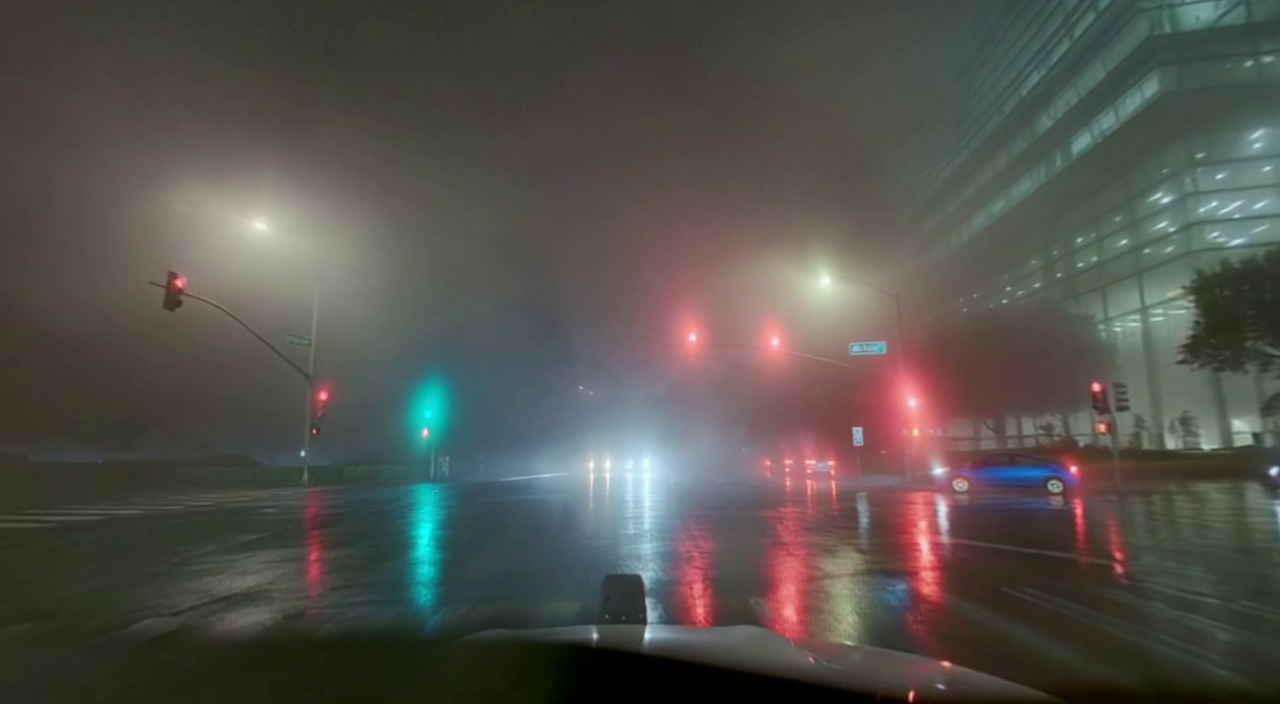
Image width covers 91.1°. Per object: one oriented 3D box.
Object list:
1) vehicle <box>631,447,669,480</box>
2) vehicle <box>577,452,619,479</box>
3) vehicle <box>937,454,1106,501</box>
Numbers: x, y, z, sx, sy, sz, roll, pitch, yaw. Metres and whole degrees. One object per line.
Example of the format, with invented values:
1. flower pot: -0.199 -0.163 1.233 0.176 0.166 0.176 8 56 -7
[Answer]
1. vehicle: 0.597 6.256 35.522 2.018 1.699 4.751 0 -9 1
2. vehicle: -2.484 6.897 38.374 2.068 1.486 4.664 -1 -9 2
3. vehicle: 13.588 4.485 22.776 4.896 1.503 1.971 -4 -9 23
